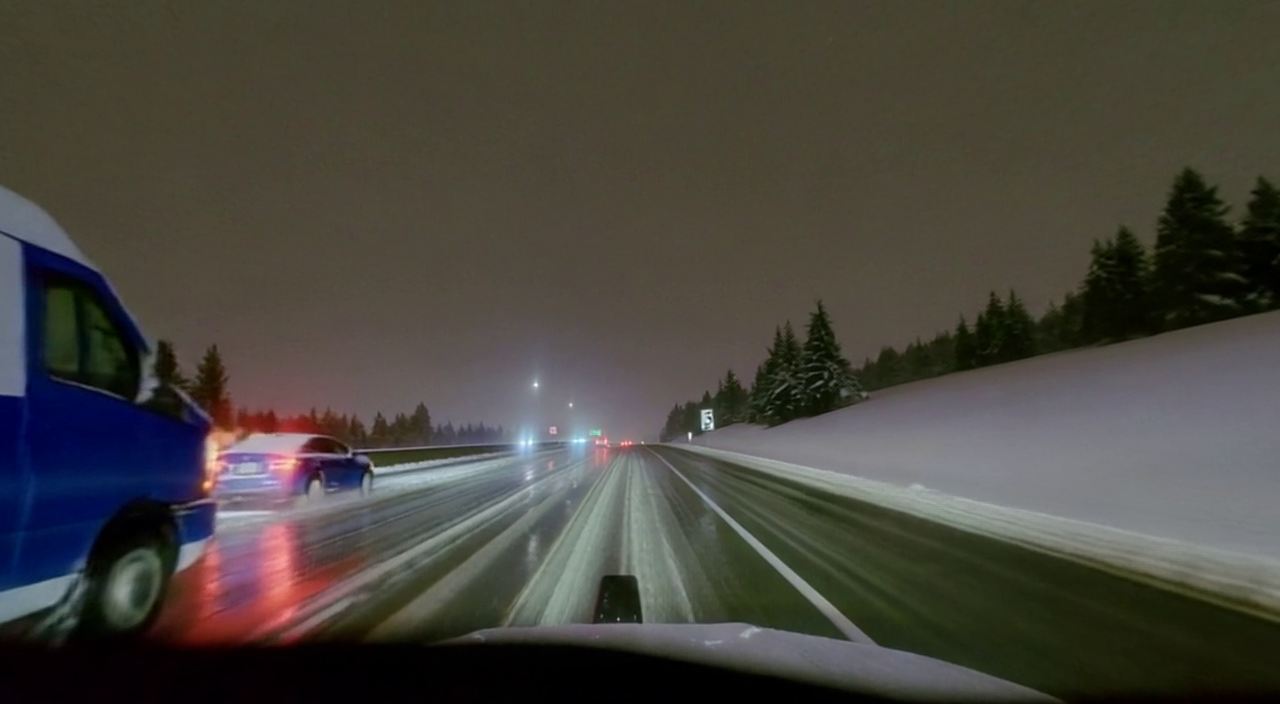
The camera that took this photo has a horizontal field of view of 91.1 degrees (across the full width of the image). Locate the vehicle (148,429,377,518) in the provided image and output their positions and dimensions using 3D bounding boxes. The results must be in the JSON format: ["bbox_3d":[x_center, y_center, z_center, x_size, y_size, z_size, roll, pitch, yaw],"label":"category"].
[{"bbox_3d":[-7.192,2.318,12.659,1.949,1.465,4.318,0,-8,0],"label":"vehicle"}]

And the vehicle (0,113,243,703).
[{"bbox_3d":[-4.204,0.016,0.876,2.428,2.782,7.330,0,-8,0],"label":"vehicle"}]
